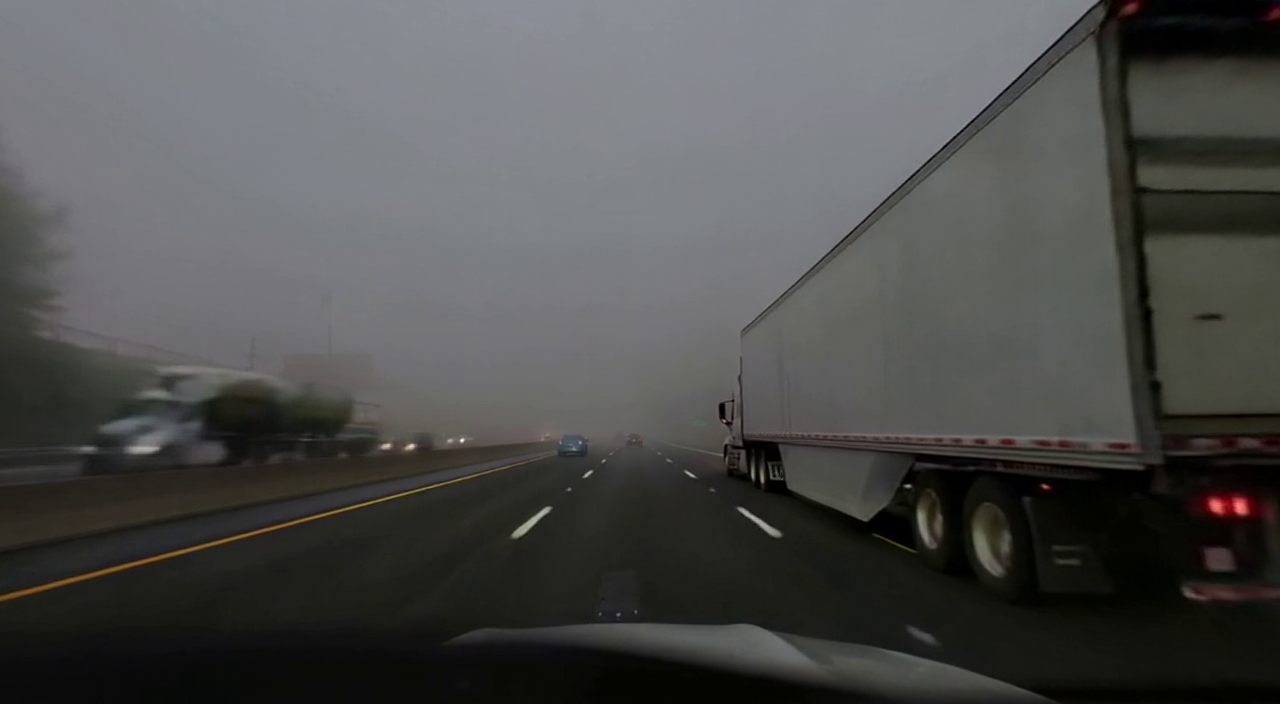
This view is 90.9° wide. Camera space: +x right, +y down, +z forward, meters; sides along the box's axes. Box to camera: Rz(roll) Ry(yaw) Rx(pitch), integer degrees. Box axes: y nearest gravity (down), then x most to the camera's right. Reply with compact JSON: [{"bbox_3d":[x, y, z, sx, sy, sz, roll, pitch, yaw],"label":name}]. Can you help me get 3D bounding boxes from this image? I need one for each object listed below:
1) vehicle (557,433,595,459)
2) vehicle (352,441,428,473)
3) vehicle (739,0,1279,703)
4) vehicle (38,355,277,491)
[{"bbox_3d":[-3.732,5.535,37.318,1.930,1.484,3.849,0,-8,-1],"label":"vehicle"},{"bbox_3d":[-11.798,4.950,30.031,2.053,1.404,4.032,0,-8,-1],"label":"vehicle"},{"bbox_3d":[3.914,0.529,8.765,2.871,3.815,11.331,0,-8,-2],"label":"vehicle"},{"bbox_3d":[-15.515,2.401,21.050,3.132,3.881,5.928,0,-8,-1],"label":"vehicle"}]
